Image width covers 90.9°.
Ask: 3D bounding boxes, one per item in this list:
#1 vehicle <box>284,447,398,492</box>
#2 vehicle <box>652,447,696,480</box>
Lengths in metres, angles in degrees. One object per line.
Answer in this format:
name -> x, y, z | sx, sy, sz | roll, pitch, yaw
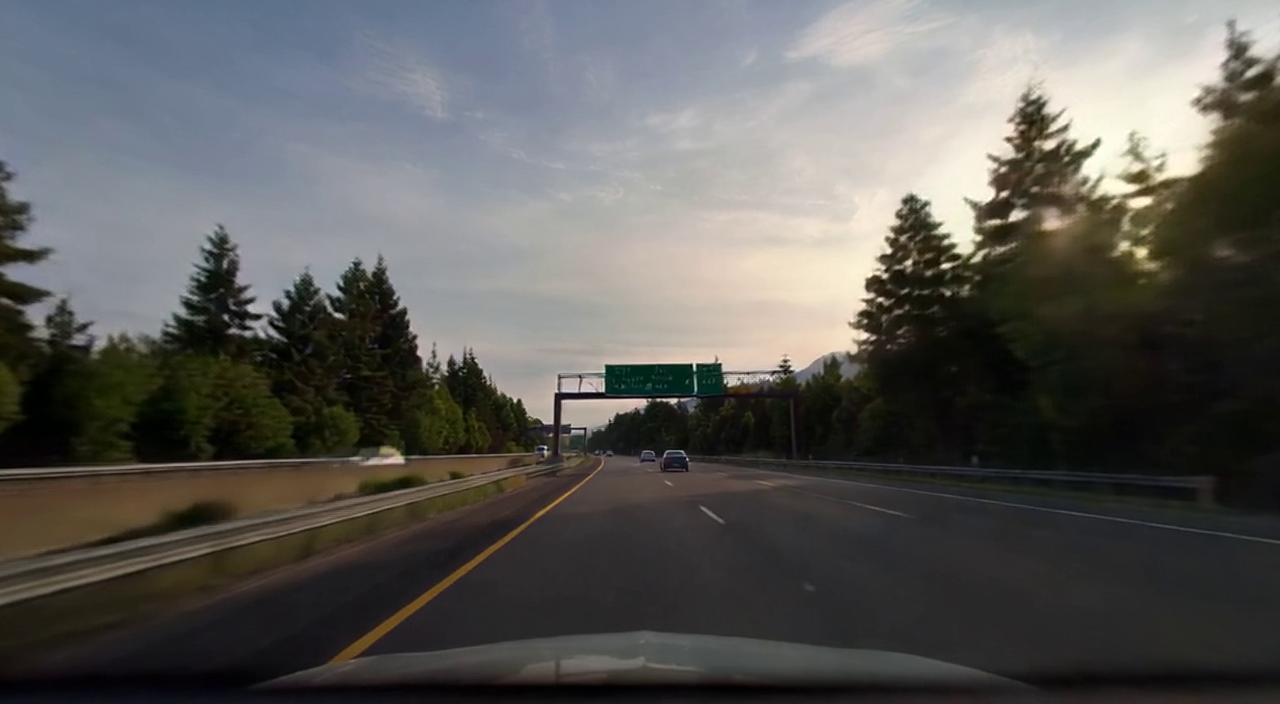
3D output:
vehicle -> -10.955, 4.308, 23.551 | 1.988, 1.457, 4.737 | 0, -9, -1
vehicle -> 1.729, 5.797, 33.003 | 2.011, 1.590, 3.607 | 0, -9, -2
